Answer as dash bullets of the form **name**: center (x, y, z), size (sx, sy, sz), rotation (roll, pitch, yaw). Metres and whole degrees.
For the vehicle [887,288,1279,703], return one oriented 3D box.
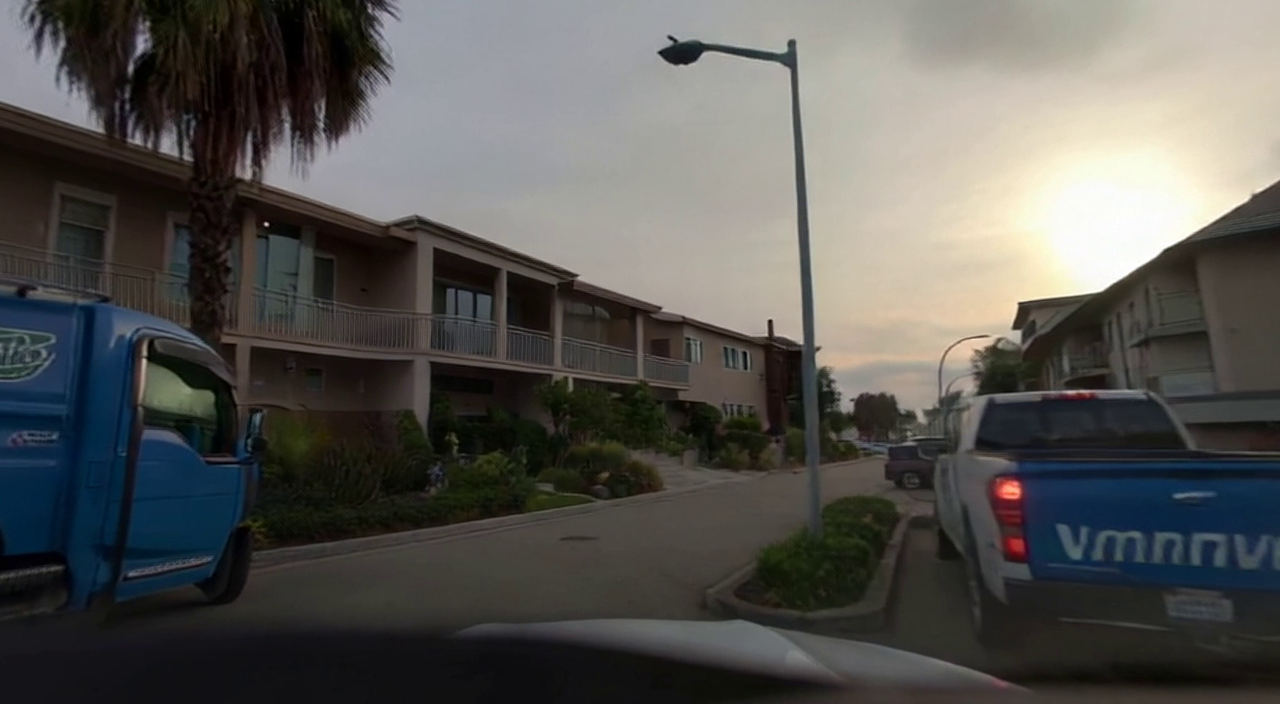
- **vehicle**: center (3.663, 1.160, 5.725), size (2.418, 2.078, 5.866), rotation (-3, -9, 20)

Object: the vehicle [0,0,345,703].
- **vehicle**: center (-5.949, -0.425, 0.701), size (2.998, 3.659, 10.517), rotation (-4, -10, 25)
